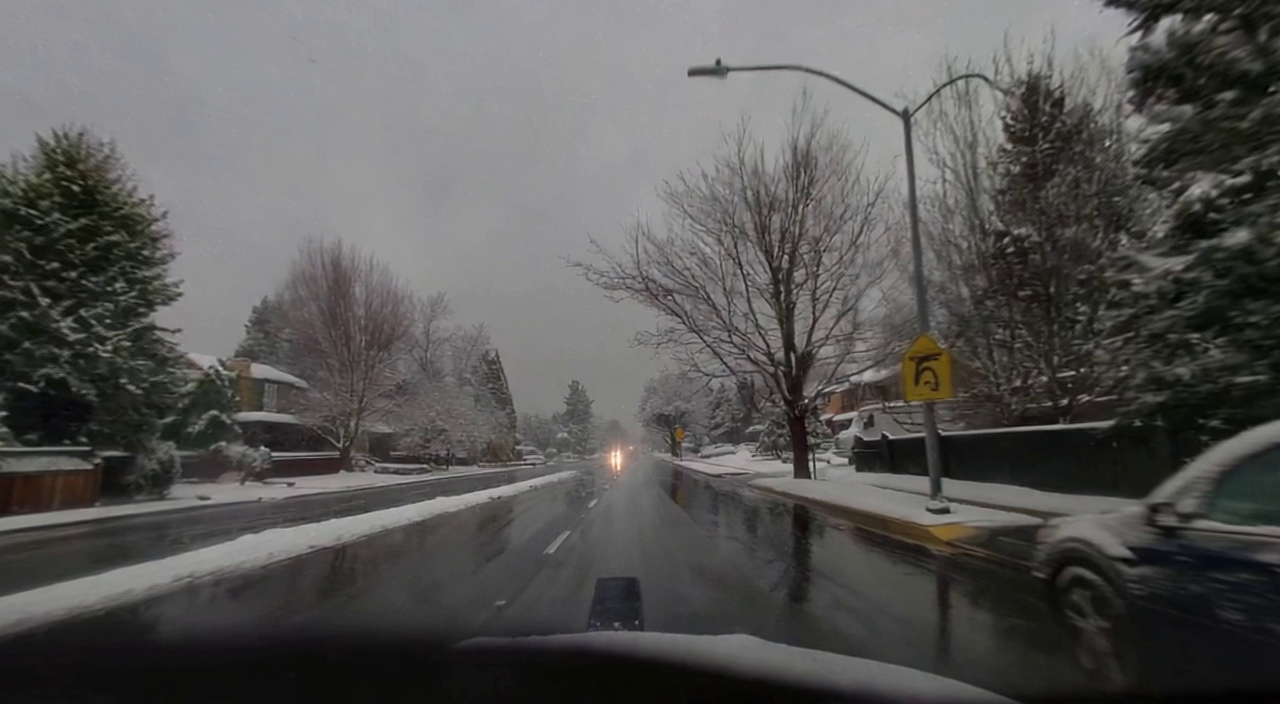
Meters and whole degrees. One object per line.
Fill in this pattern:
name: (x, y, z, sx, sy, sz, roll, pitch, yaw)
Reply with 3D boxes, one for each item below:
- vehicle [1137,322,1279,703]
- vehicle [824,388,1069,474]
vehicle: (3.612, 0.503, 0.303, 2.270, 1.820, 5.277, 0, -8, -3)
vehicle: (17.475, 4.617, 36.700, 12.151, 4.157, 3.709, -1, -15, -6)
